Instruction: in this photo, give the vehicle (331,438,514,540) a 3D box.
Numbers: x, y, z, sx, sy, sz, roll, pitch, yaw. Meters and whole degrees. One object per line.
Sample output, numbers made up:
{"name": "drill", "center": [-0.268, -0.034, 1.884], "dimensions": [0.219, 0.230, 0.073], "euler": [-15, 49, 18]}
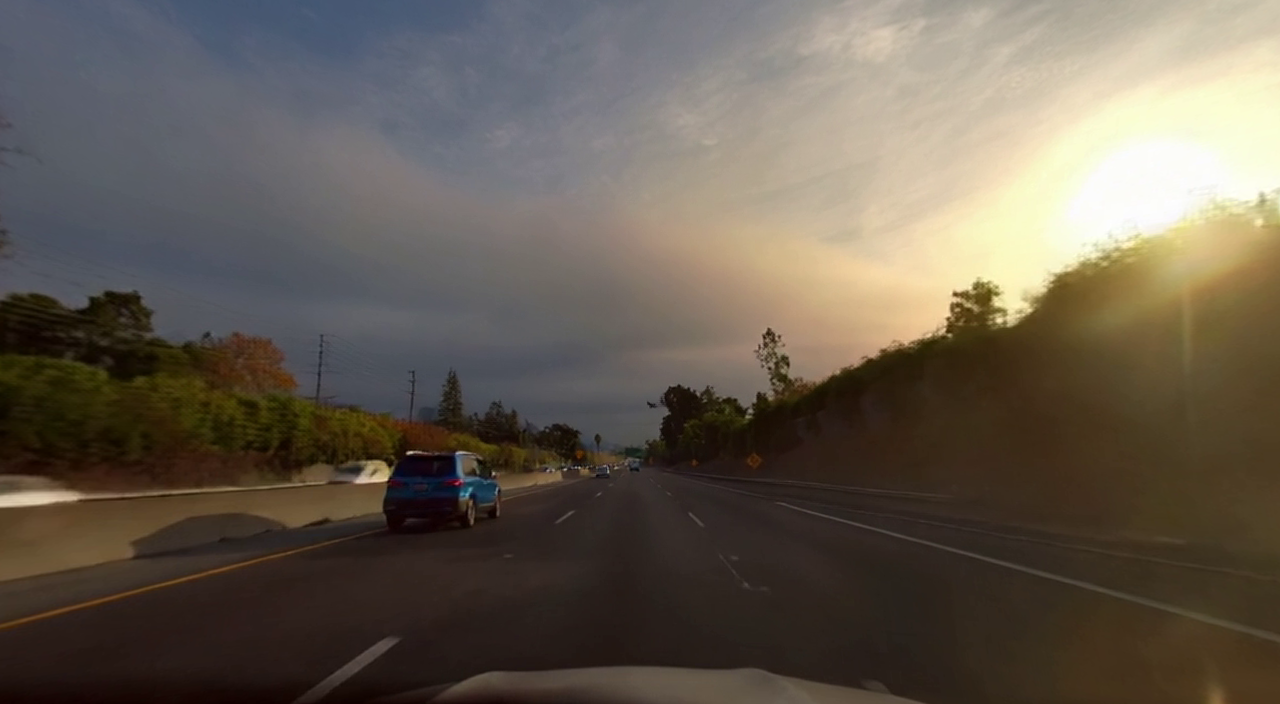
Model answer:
{"name": "vehicle", "center": [-4.301, 2.849, 13.527], "dimensions": [2.178, 1.736, 4.847], "euler": [1, -10, 0]}
